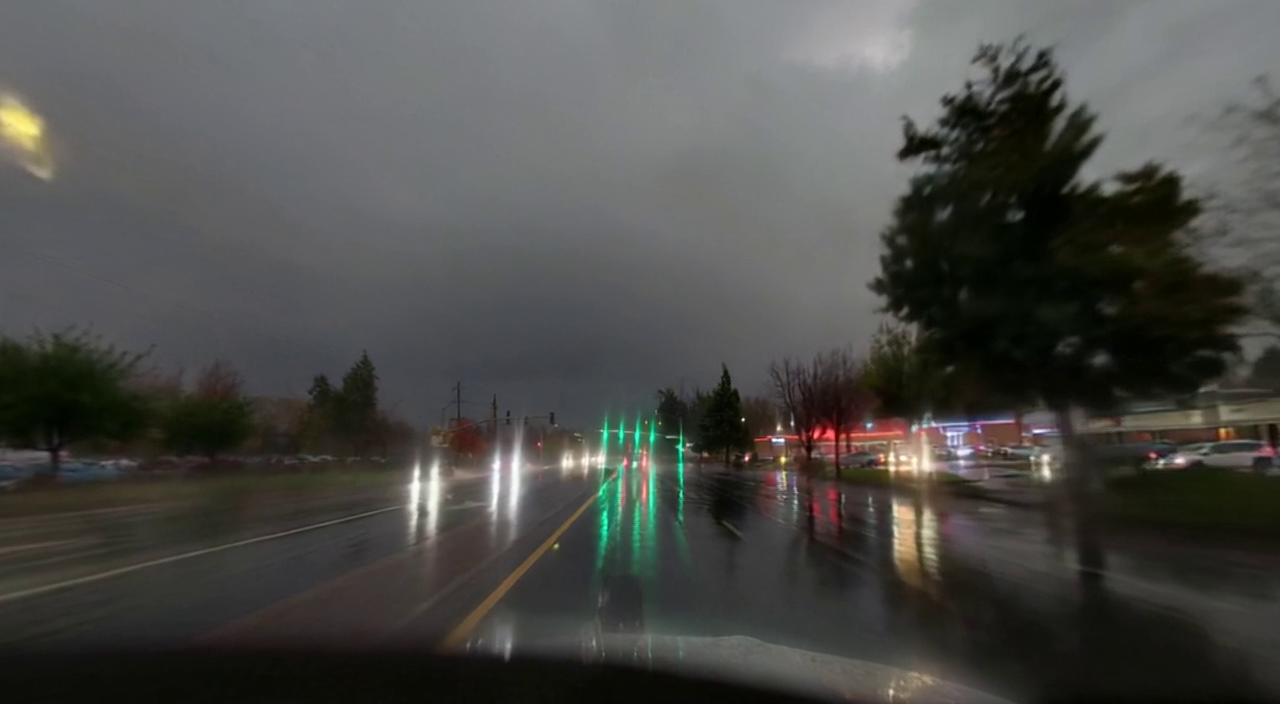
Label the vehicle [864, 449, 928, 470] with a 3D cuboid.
[{"bbox_3d":[19.623,8.205,48.384,4.333,1.532,2.037,4,-10,-24],"label":"vehicle"}]

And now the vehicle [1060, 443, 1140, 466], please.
[{"bbox_3d":[32.374,7.218,44.556,3.999,1.581,1.975,0,-9,1],"label":"vehicle"}]

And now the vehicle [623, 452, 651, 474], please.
[{"bbox_3d":[-0.226,8.505,48.615,2.065,1.521,4.306,0,-9,-1],"label":"vehicle"}]

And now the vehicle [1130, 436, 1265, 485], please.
[{"bbox_3d":[20.988,4.054,23.760,4.558,1.657,2.149,5,-10,-27],"label":"vehicle"}]
